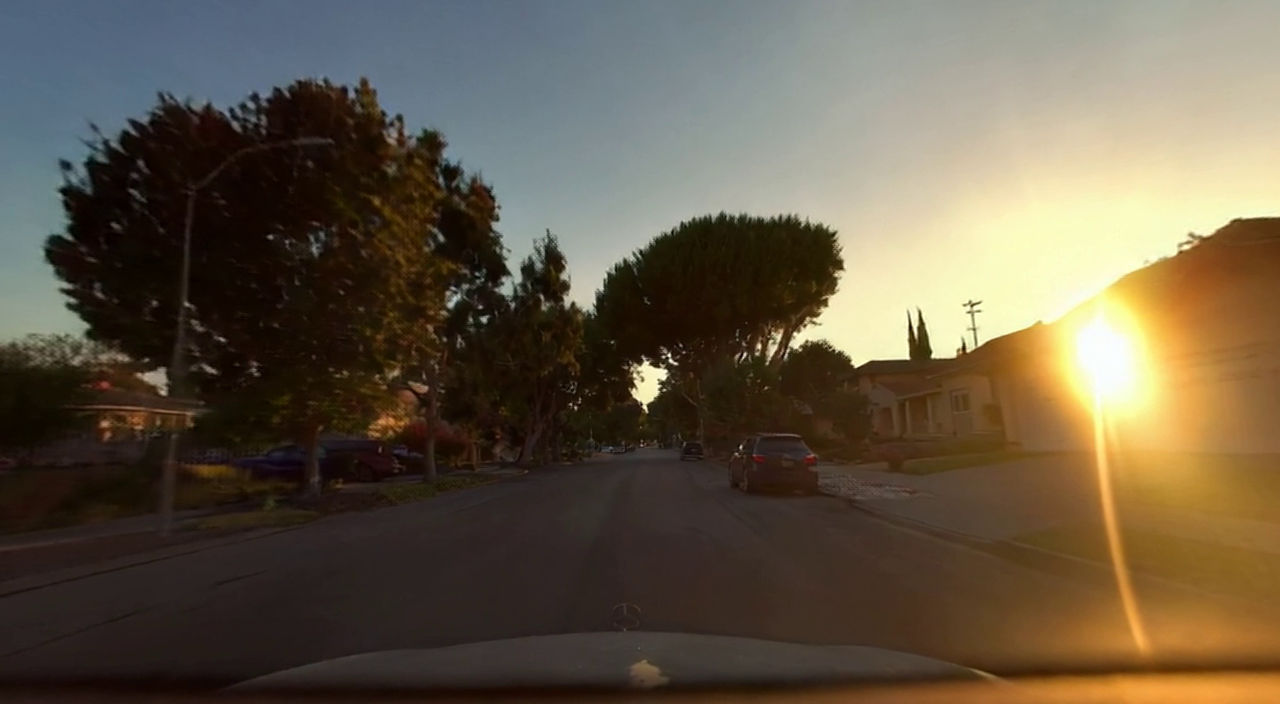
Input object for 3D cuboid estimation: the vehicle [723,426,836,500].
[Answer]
[{"bbox_3d":[3.606,2.964,17.265,2.055,1.738,4.448,0,-9,0],"label":"vehicle"}]
